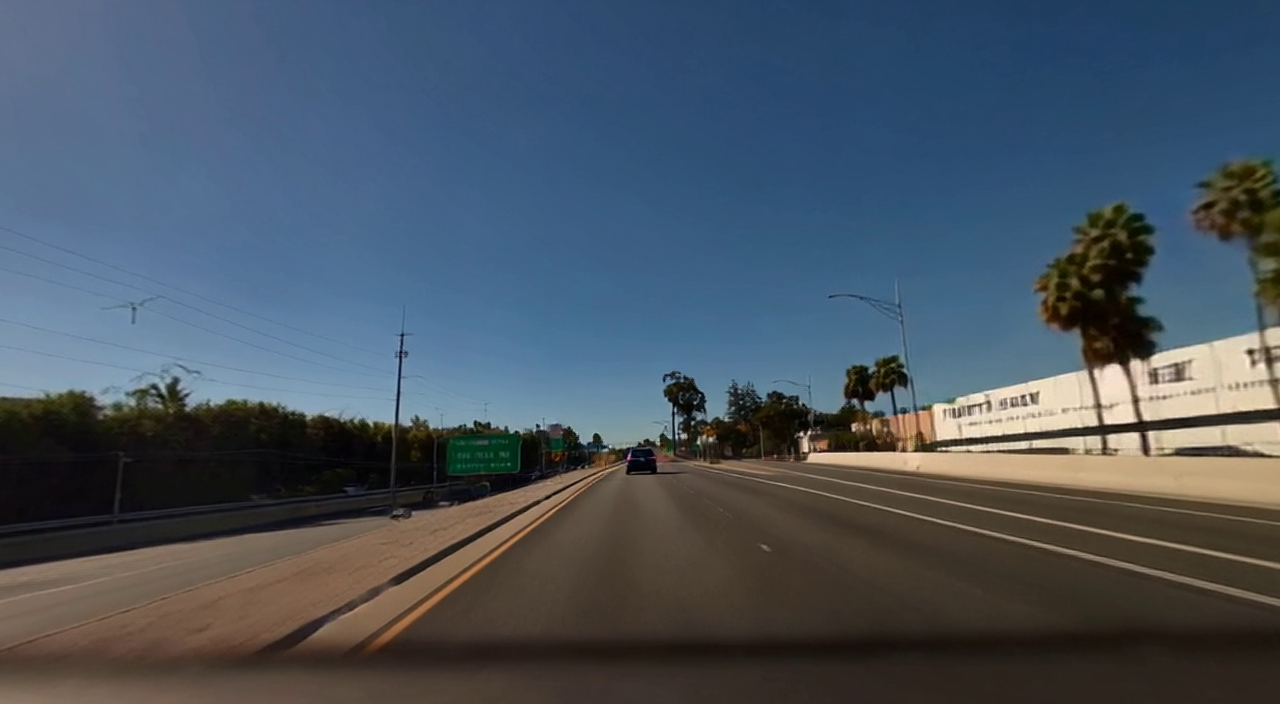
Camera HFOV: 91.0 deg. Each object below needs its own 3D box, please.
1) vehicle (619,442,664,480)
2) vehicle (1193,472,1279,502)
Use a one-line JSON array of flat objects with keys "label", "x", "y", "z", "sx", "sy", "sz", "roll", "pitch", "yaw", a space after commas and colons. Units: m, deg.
[{"label": "vehicle", "x": 0.010, "y": 5.370, "z": 31.313, "sx": 2.089, "sy": 1.718, "sz": 4.193, "roll": 0, "pitch": -9, "yaw": -2}, {"label": "vehicle", "x": 35.196, "y": 7.844, "z": 36.698, "sx": 3.945, "sy": 1.538, "sz": 1.796, "roll": -3, "pitch": -12, "yaw": 5}]
